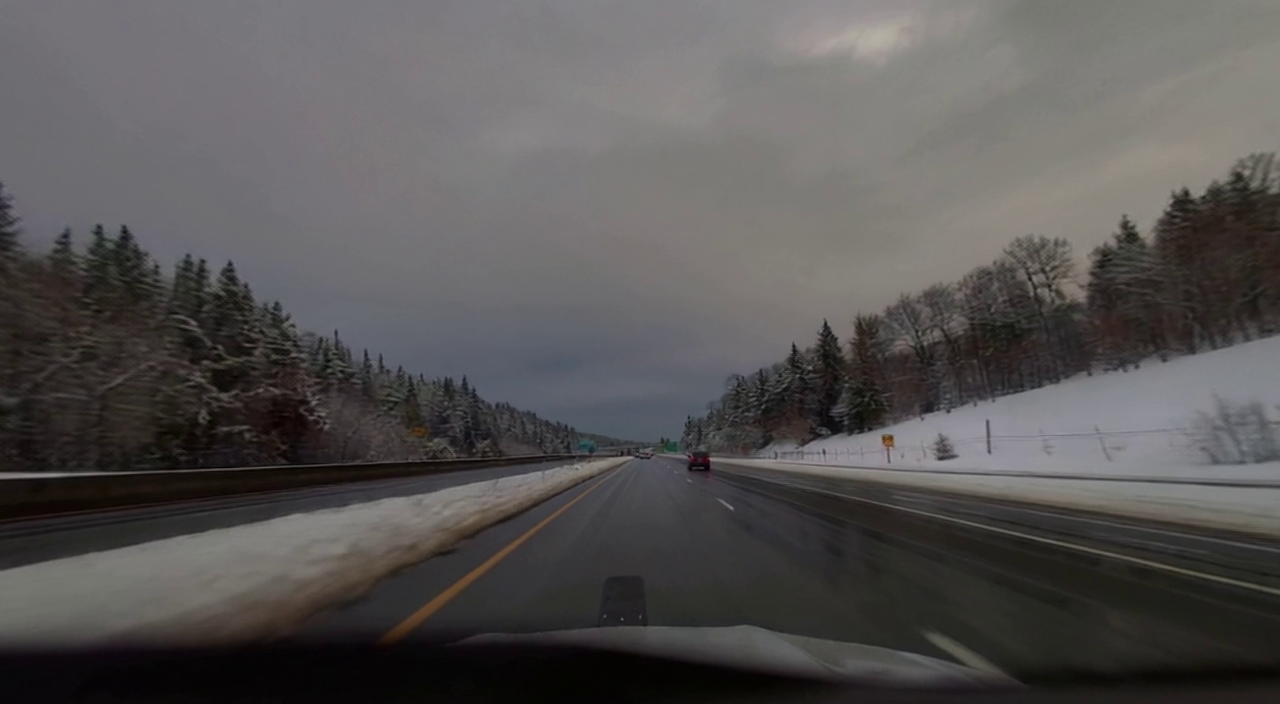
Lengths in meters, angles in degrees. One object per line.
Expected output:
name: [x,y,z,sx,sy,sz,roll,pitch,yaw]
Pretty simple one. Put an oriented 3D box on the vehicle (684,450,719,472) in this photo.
vehicle: [4.252,7.639,44.406,1.984,1.481,4.376,0,-9,0]
